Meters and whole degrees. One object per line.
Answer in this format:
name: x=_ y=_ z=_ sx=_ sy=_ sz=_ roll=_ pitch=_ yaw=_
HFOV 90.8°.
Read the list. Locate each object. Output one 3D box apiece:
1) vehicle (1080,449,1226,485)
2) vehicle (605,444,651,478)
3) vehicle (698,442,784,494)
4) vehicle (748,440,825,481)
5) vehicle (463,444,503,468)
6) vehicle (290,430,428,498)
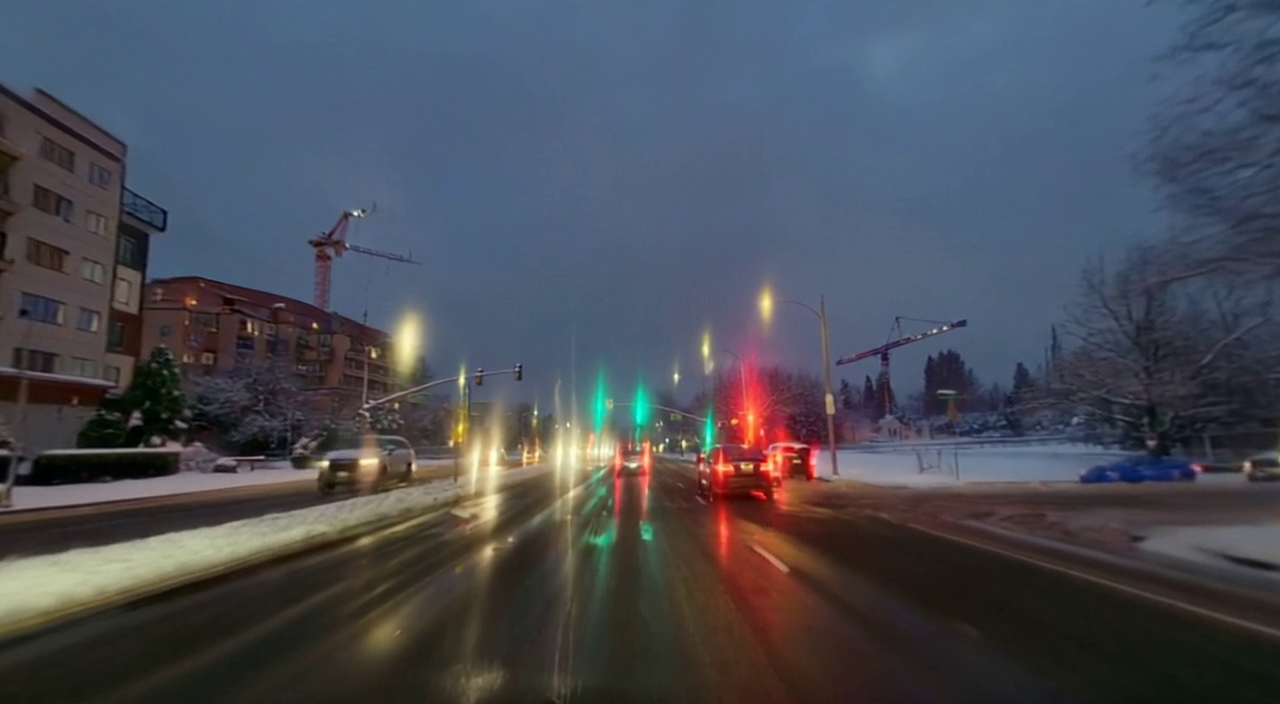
vehicle: x=19.068 y=4.277 z=23.620 sx=3.839 sy=1.281 sz=1.836 roll=0 pitch=-9 yaw=0
vehicle: x=-0.566 y=5.088 z=29.783 sx=2.006 sy=1.487 sz=3.535 roll=0 pitch=-9 yaw=-1
vehicle: x=3.067 y=3.609 z=20.024 sx=1.910 sy=1.474 sz=4.003 roll=0 pitch=-9 yaw=-2
vehicle: x=7.165 y=5.360 z=31.552 sx=2.317 sy=1.852 sz=5.530 roll=0 pitch=-9 yaw=-2
vehicle: x=-12.138 y=8.070 z=49.162 sx=1.975 sy=1.714 sz=4.638 roll=0 pitch=-9 yaw=0
vehicle: x=-8.525 y=3.446 z=19.759 sx=2.111 sy=1.832 sz=4.778 roll=0 pitch=-9 yaw=0
